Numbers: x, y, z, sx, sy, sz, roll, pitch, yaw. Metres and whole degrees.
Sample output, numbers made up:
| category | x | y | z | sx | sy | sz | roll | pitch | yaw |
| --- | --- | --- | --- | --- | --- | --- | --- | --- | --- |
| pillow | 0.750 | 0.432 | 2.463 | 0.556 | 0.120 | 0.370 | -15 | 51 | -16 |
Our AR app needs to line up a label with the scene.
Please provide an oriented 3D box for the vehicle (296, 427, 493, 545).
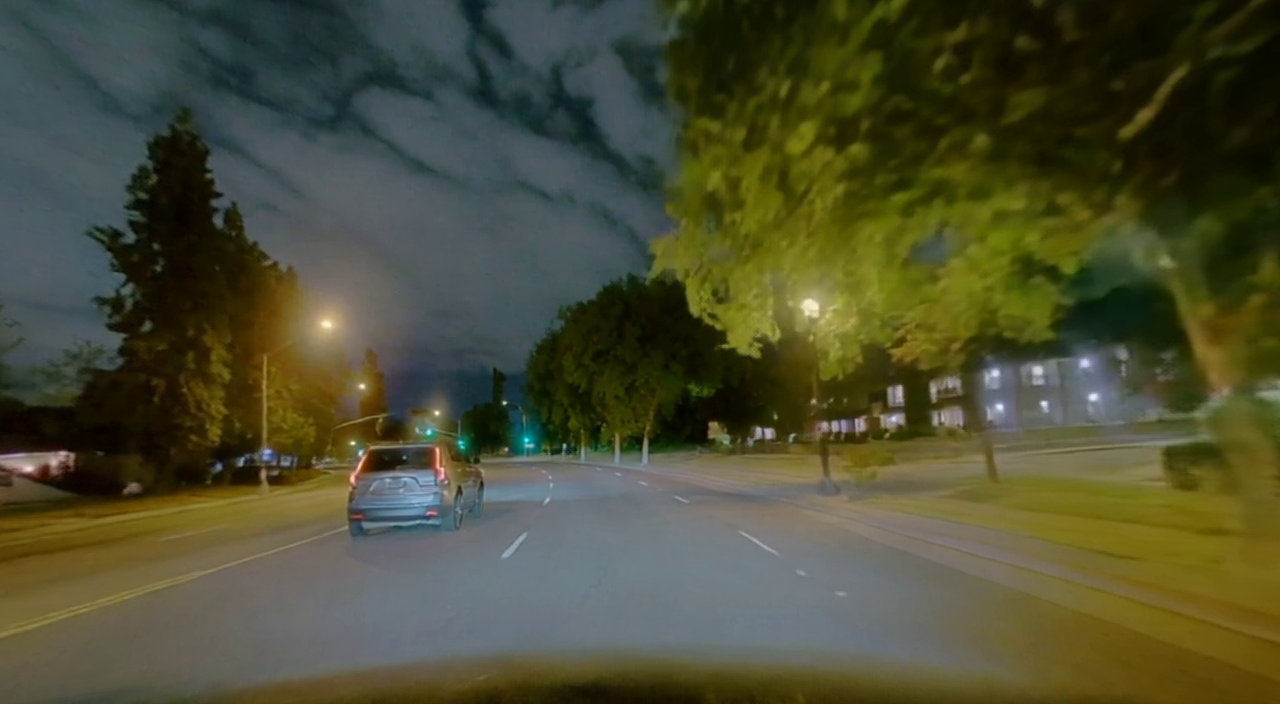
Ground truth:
| category | x | y | z | sx | sy | sz | roll | pitch | yaw |
| --- | --- | --- | --- | --- | --- | --- | --- | --- | --- |
| vehicle | -4.327 | 2.418 | 12.094 | 2.175 | 1.772 | 4.442 | 0 | -9 | -3 |

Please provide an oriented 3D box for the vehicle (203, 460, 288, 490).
| category | x | y | z | sx | sy | sz | roll | pitch | yaw |
| --- | --- | --- | --- | --- | --- | --- | --- | --- | --- |
| vehicle | -28.829 | 8.976 | 46.275 | 4.809 | 1.471 | 2.012 | -5 | -7 | -14 |
